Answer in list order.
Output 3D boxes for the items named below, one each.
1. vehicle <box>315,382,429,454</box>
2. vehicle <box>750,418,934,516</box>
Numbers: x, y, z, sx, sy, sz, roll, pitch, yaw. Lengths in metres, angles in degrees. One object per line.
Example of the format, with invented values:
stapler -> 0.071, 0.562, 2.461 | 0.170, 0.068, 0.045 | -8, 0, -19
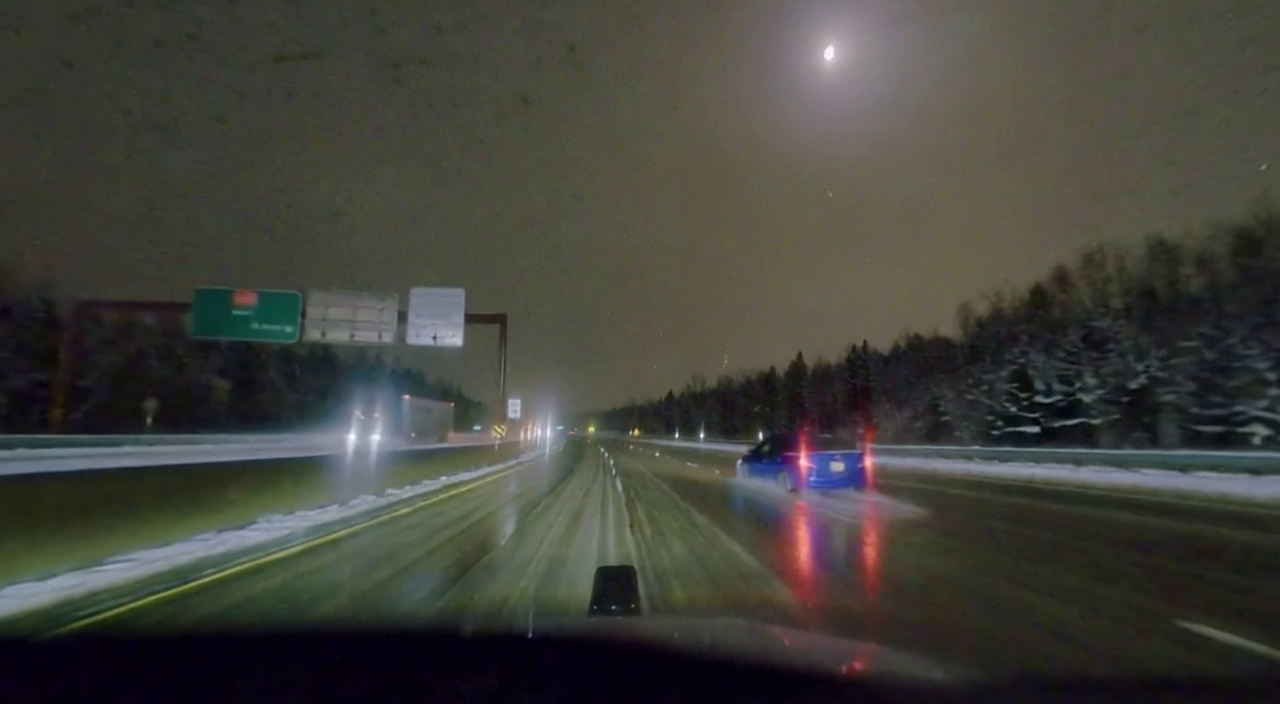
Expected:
vehicle -> -15.686, 4.139, 38.135 | 2.909, 3.700, 10.842 | 0, -8, -5
vehicle -> 3.737, 2.192, 12.611 | 1.997, 1.589, 4.179 | 1, -8, -5
